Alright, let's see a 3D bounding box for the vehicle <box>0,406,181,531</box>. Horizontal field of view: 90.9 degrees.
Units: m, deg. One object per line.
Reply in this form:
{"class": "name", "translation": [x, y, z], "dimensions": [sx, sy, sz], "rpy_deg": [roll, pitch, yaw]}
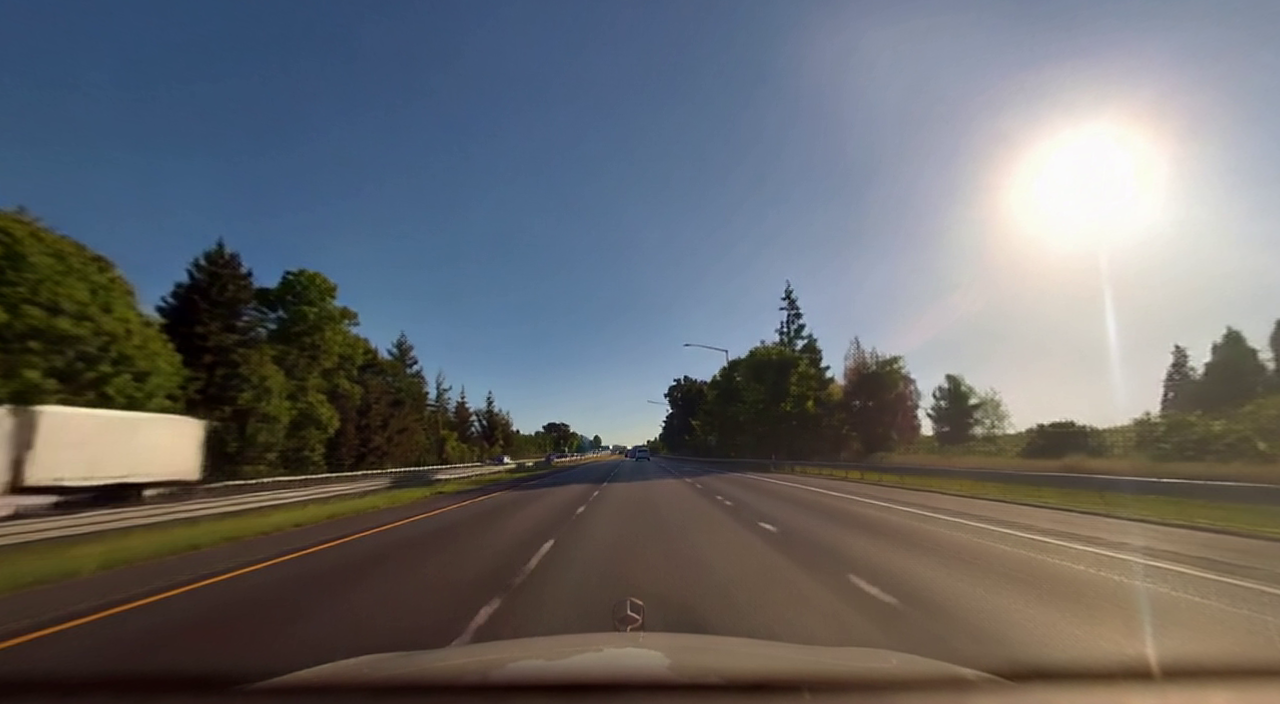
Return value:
{"class": "vehicle", "translation": [-17.034, 3.197, 17.828], "dimensions": [2.536, 3.058, 7.355], "rpy_deg": [0, -8, 0]}
